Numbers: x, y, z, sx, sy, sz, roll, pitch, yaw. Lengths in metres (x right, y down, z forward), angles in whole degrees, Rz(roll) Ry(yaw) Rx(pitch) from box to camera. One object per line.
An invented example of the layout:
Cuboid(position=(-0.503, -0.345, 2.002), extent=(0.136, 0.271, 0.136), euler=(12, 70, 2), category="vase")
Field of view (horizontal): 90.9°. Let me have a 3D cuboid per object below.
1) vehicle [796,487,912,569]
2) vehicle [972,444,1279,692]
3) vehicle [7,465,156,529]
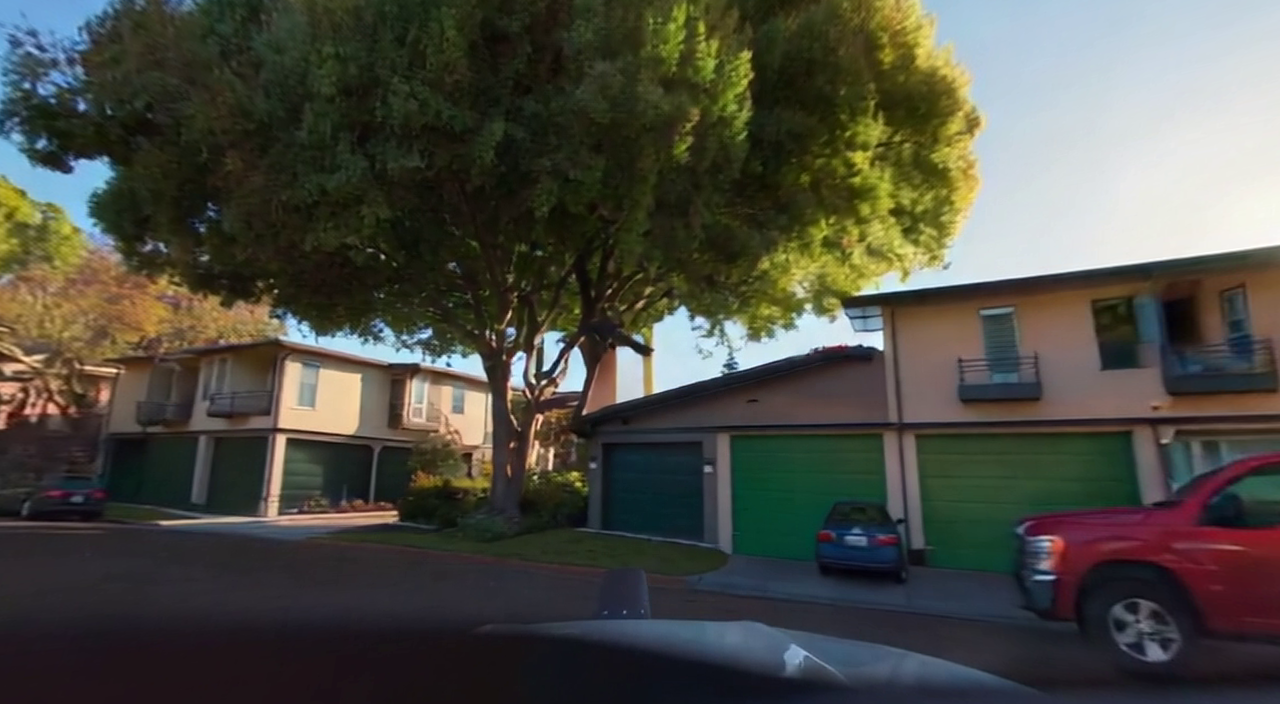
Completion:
Cuboid(position=(5.252, 4.134, 15.181), extent=(1.869, 1.460, 3.826), euler=(-9, -12, 27), category="vehicle")
Cuboid(position=(6.088, 1.735, 5.375), extent=(5.600, 1.835, 2.161), euler=(-4, -10, 29), category="vehicle")
Cuboid(position=(-15.669, 3.963, 17.671), extent=(4.148, 1.473, 1.744), euler=(-4, -10, 30), category="vehicle")
